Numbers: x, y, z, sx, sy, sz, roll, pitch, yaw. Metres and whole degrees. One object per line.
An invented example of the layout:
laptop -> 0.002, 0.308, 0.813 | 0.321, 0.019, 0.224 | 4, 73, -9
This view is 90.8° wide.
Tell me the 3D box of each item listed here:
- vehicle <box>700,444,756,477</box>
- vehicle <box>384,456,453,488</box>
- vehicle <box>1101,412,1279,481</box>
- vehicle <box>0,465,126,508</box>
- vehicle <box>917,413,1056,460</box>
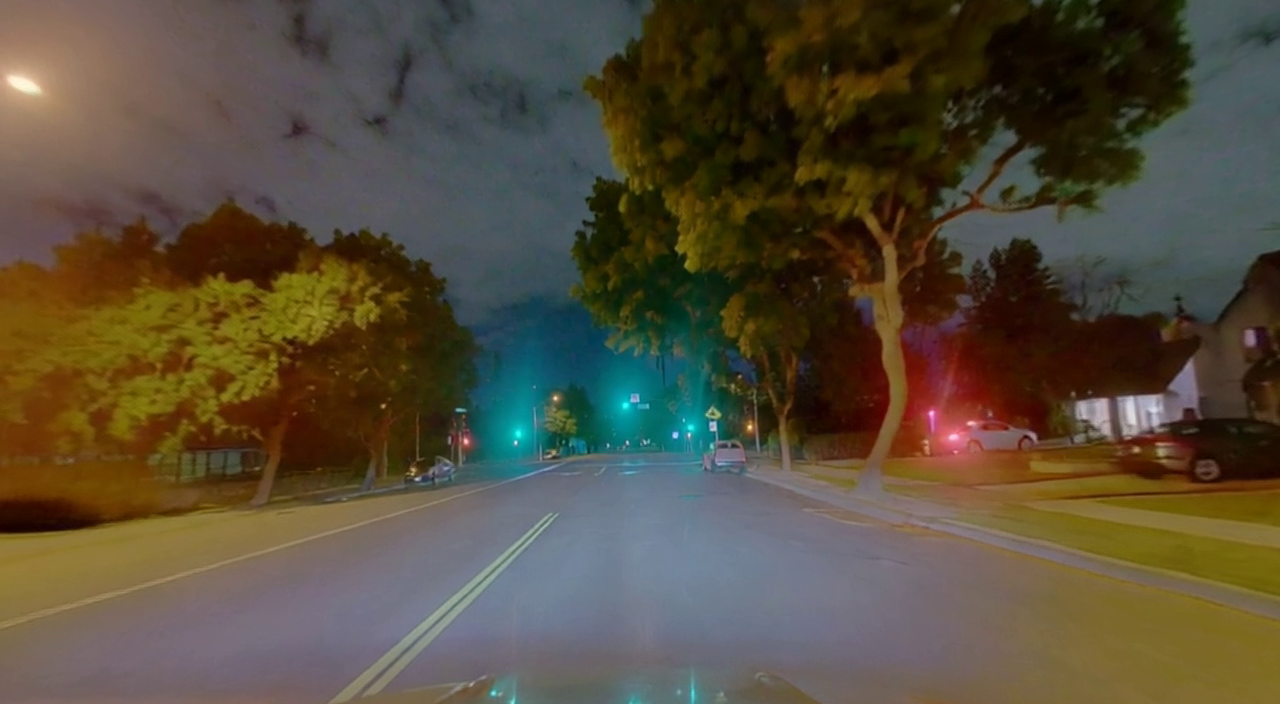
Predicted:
vehicle -> 4.228, 5.311, 31.135 | 1.963, 1.477, 4.804 | 0, -9, -1
vehicle -> -11.829, 6.427, 34.063 | 2.029, 1.550, 4.562 | 0, -9, 1
vehicle -> 13.450, 2.135, 14.302 | 4.564, 1.437, 1.796 | 0, -9, 0
vehicle -> -23.660, 5.442, 25.753 | 3.775, 1.531, 1.847 | -1, -8, -1
vehicle -> 14.333, 3.533, 26.339 | 4.500, 1.875, 2.046 | 0, -9, -1
